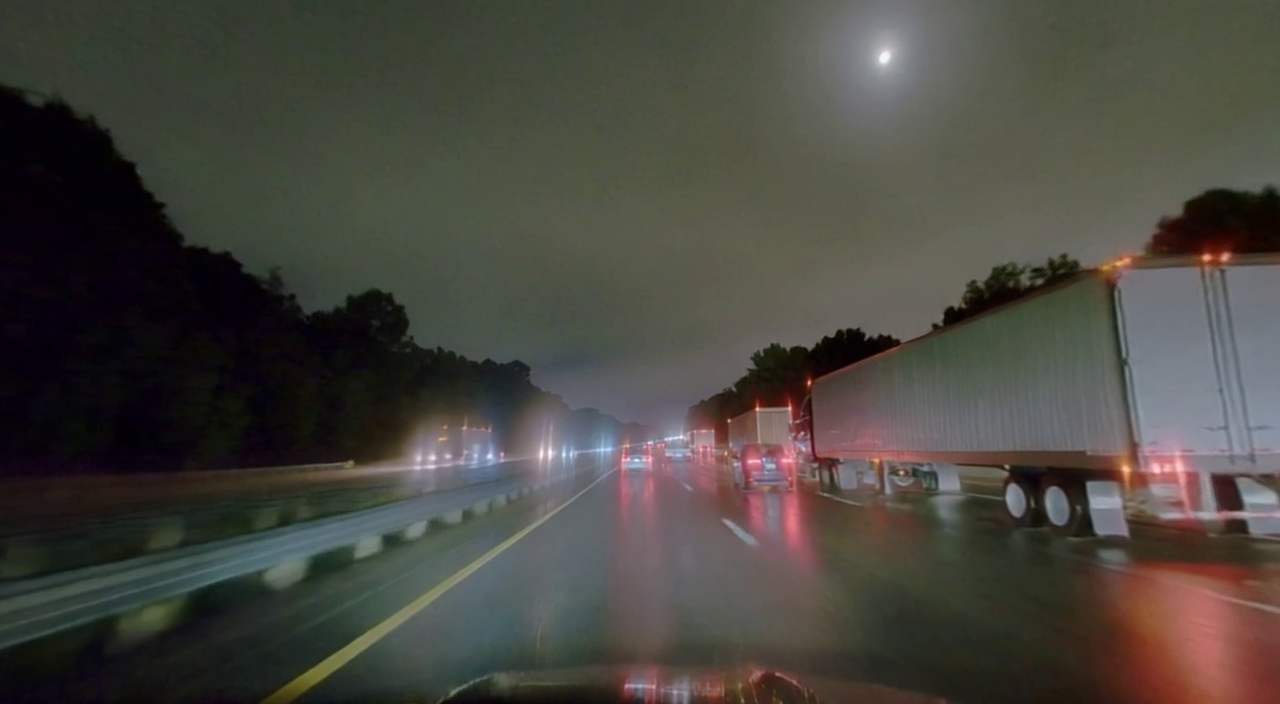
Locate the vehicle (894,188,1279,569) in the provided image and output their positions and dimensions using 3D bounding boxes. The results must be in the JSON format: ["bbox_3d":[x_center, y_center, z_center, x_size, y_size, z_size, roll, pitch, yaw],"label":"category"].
[{"bbox_3d":[7.604,0.829,10.877,2.823,4.063,8.485,0,-9,0],"label":"vehicle"}]

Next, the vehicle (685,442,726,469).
[{"bbox_3d":[4.157,6.609,40.474,2.150,1.632,4.260,0,-9,0],"label":"vehicle"}]

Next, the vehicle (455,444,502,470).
[{"bbox_3d":[-11.280,7.354,44.287,2.074,1.655,4.124,-1,-9,2],"label":"vehicle"}]

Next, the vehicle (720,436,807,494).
[{"bbox_3d":[3.728,3.493,19.752,1.920,1.594,3.867,0,-9,-1],"label":"vehicle"}]

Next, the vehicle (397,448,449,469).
[{"bbox_3d":[-15.674,7.723,45.826,1.932,1.433,4.529,-1,-9,3],"label":"vehicle"}]

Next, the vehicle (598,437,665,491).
[{"bbox_3d":[-0.242,3.682,20.976,2.023,1.618,3.628,0,-9,0],"label":"vehicle"}]
